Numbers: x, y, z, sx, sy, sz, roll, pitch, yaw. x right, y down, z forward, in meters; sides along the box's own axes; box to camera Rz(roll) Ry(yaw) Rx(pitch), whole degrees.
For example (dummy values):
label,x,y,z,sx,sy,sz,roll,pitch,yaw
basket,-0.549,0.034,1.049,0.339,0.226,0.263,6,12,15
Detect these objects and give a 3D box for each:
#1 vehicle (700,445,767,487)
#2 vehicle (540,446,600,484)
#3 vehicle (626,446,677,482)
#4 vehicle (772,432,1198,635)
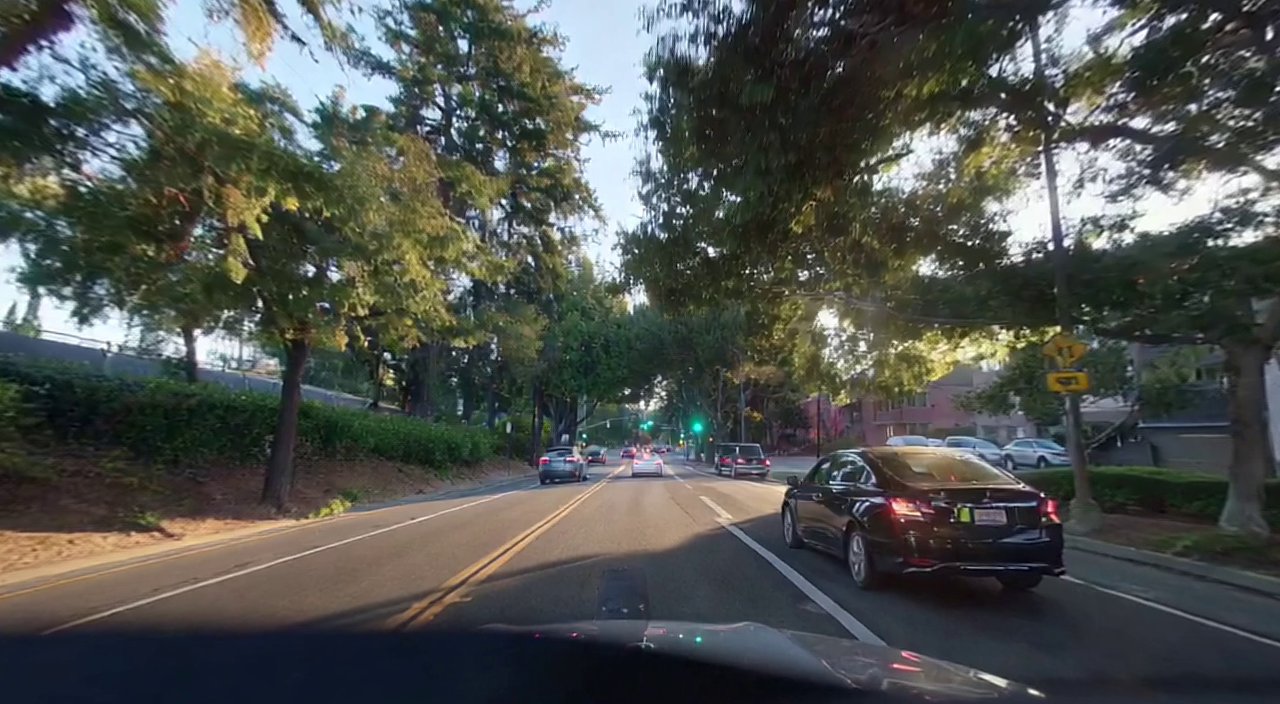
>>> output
label,x,y,z,sx,sy,sz,roll,pitch,yaw
vehicle,3.572,4.417,24.764,1.943,1.484,4.030,0,-8,-1
vehicle,-2.967,4.891,27.634,2.012,1.505,4.205,-1,-9,2
vehicle,0.485,4.914,28.088,2.101,1.467,4.210,0,-8,0
vehicle,3.044,1.681,6.970,2.158,1.483,4.415,0,-8,-1
